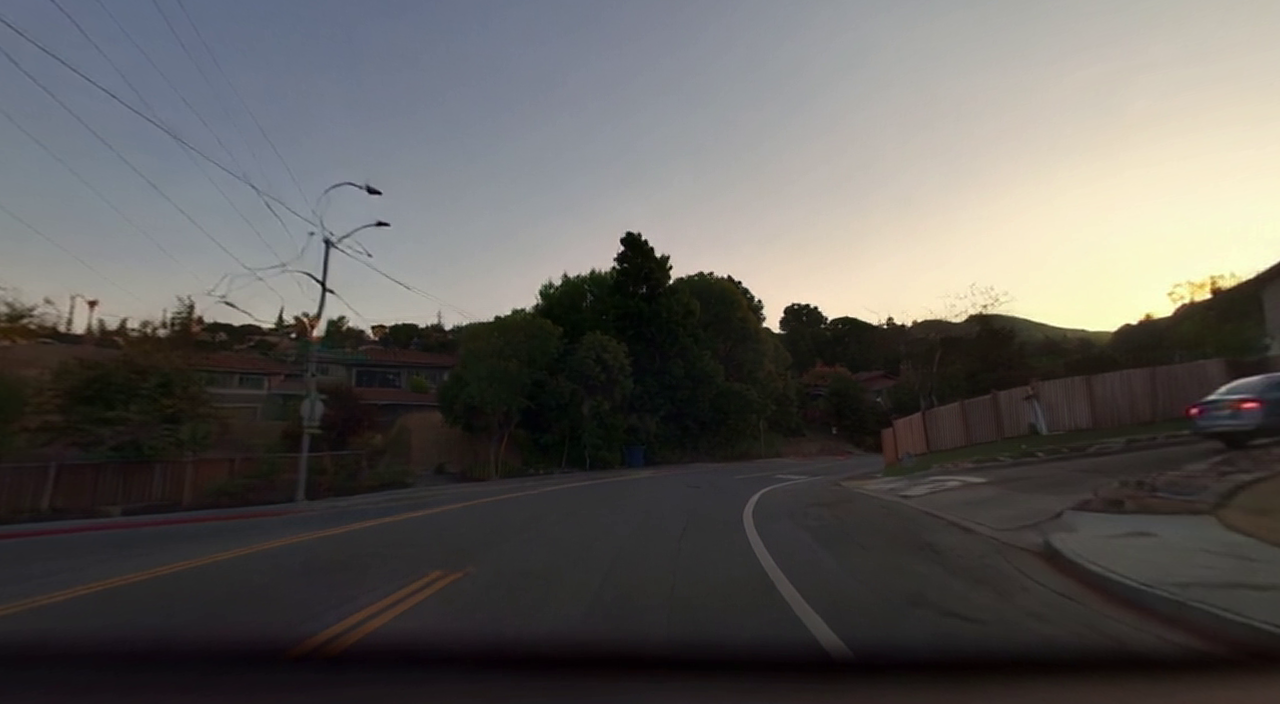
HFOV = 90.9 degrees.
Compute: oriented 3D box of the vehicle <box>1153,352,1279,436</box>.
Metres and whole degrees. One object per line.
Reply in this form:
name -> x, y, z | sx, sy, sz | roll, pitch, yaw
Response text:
vehicle -> 15.017, 0.989, 14.207 | 4.810, 1.732, 2.176 | -1, -8, 6
